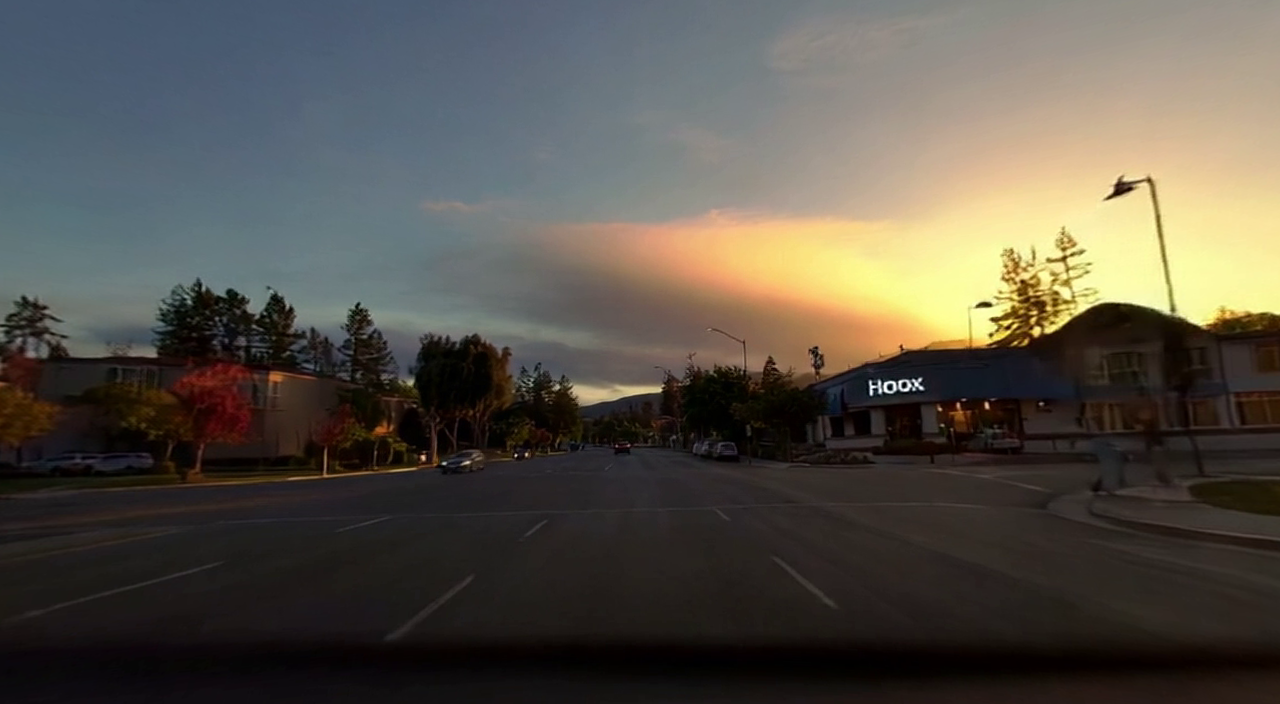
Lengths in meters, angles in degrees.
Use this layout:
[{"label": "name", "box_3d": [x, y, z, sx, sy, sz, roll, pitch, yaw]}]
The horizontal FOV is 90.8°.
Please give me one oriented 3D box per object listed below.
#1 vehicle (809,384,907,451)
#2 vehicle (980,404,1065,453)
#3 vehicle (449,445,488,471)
[{"label": "vehicle", "box_3d": [15.951, 4.864, 45.772, 9.886, 4.618, 0.062, 5, -10, -30]}, {"label": "vehicle", "box_3d": [25.907, 5.300, 43.122, 4.543, 3.105, 4.010, -5, -10, 28]}, {"label": "vehicle", "box_3d": [-11.793, 7.285, 43.570, 1.813, 1.727, 3.009, 0, -9, 1]}]
